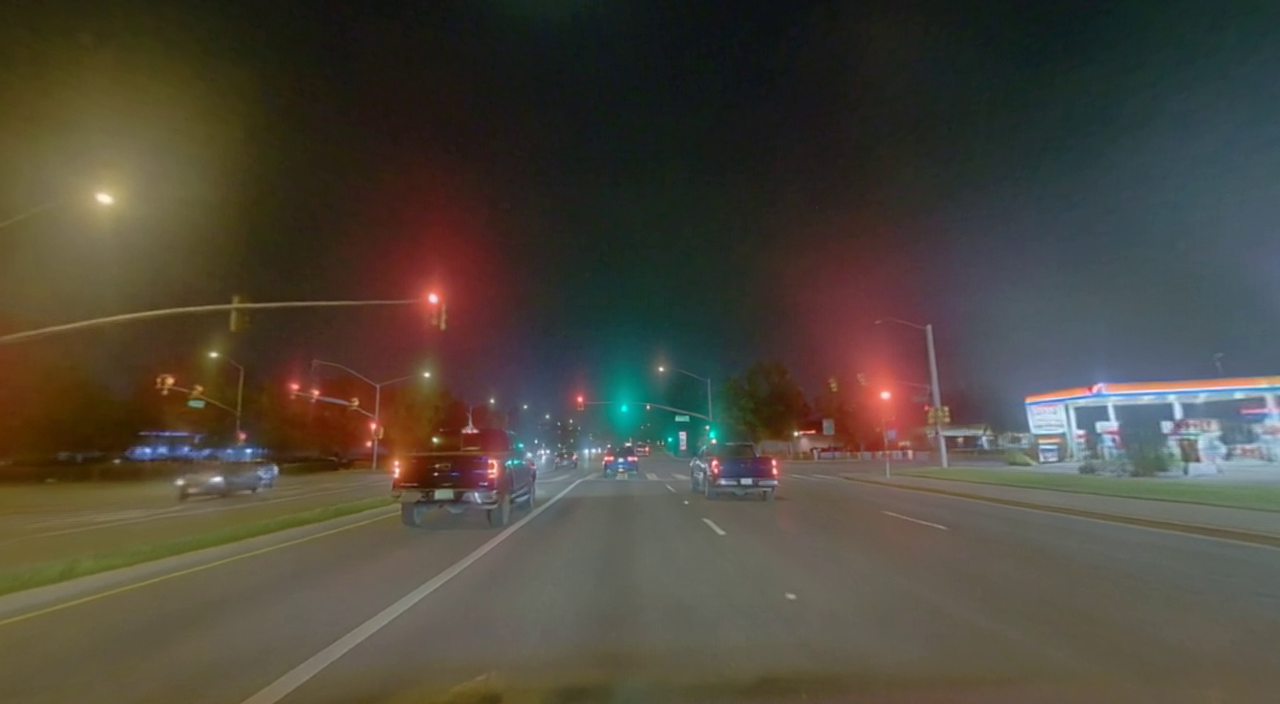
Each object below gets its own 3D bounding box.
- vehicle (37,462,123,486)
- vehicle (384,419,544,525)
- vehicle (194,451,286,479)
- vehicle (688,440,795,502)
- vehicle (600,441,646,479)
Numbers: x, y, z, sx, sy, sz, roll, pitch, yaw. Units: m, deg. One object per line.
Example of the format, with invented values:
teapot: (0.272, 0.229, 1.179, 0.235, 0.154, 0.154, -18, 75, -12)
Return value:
vehicle: (-37.969, 8.248, 42.918, 3.849, 1.510, 1.865, 1, -9, -10)
vehicle: (-3.636, 2.603, 14.371, 2.195, 1.905, 5.634, 0, -9, -2)
vehicle: (-29.744, 8.412, 47.072, 5.204, 1.963, 2.395, 0, -9, 2)
vehicle: (2.666, 3.264, 17.827, 2.061, 1.487, 4.462, 0, -9, -3)
vehicle: (-0.847, 5.002, 29.460, 2.029, 1.605, 3.827, 0, -9, -3)
